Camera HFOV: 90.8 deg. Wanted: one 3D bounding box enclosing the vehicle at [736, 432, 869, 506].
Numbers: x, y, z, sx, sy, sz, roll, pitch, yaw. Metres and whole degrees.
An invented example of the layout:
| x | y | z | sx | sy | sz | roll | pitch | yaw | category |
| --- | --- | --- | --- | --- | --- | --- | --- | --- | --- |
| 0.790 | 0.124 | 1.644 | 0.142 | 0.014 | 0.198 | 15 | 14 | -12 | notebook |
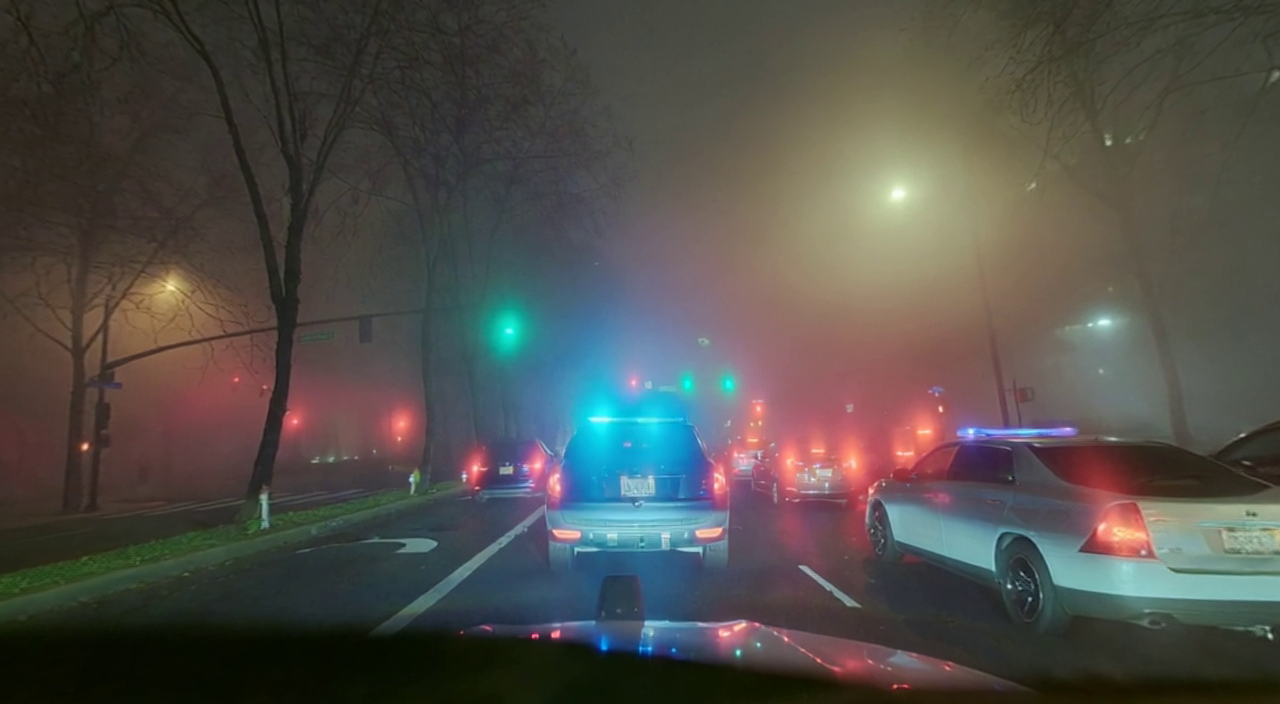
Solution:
| x | y | z | sx | sy | sz | roll | pitch | yaw | category |
| --- | --- | --- | --- | --- | --- | --- | --- | --- | --- |
| 3.651 | 2.706 | 15.066 | 1.940 | 1.474 | 4.234 | 0 | -8 | -1 | vehicle |

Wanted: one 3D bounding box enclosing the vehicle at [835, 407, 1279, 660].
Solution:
| x | y | z | sx | sy | sz | roll | pitch | yaw | category |
| --- | --- | --- | --- | --- | --- | --- | --- | --- | --- |
| 3.646 | 1.408 | 6.078 | 1.995 | 1.483 | 4.533 | 0 | -8 | -1 | vehicle |

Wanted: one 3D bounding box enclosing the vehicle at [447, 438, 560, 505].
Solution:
| x | y | z | sx | sy | sz | roll | pitch | yaw | category |
| --- | --- | --- | --- | --- | --- | --- | --- | --- | --- |
| -3.307 | 2.982 | 16.227 | 1.913 | 1.464 | 4.276 | 0 | -8 | 0 | vehicle |

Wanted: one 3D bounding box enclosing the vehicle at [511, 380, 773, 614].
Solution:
| x | y | z | sx | sy | sz | roll | pitch | yaw | category |
| --- | --- | --- | --- | --- | --- | --- | --- | --- | --- |
| -0.033 | 1.460 | 7.275 | 2.038 | 1.819 | 4.505 | 0 | -8 | -1 | vehicle |
